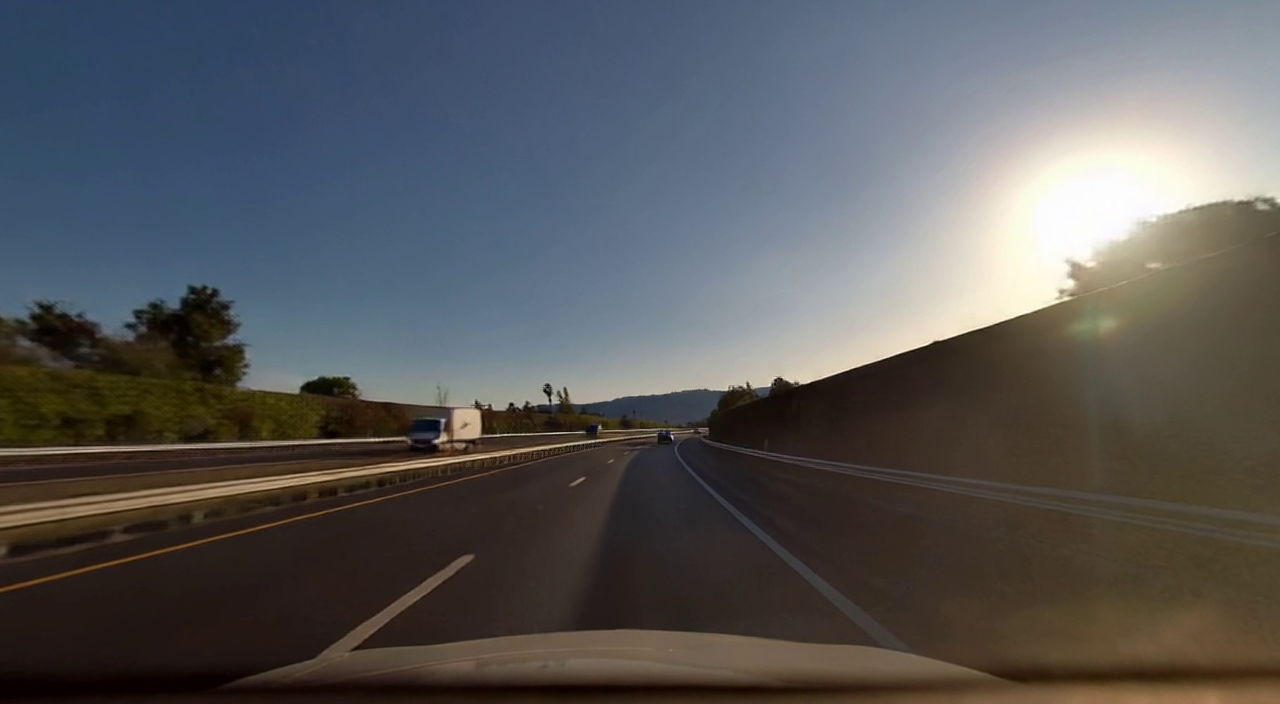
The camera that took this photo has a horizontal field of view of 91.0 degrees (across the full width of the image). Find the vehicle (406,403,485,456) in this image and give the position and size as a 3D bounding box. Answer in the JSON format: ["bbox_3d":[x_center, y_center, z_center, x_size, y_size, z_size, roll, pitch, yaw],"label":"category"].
[{"bbox_3d":[-14.485,5.964,47.801,2.791,3.613,8.984,0,-8,3],"label":"vehicle"}]
